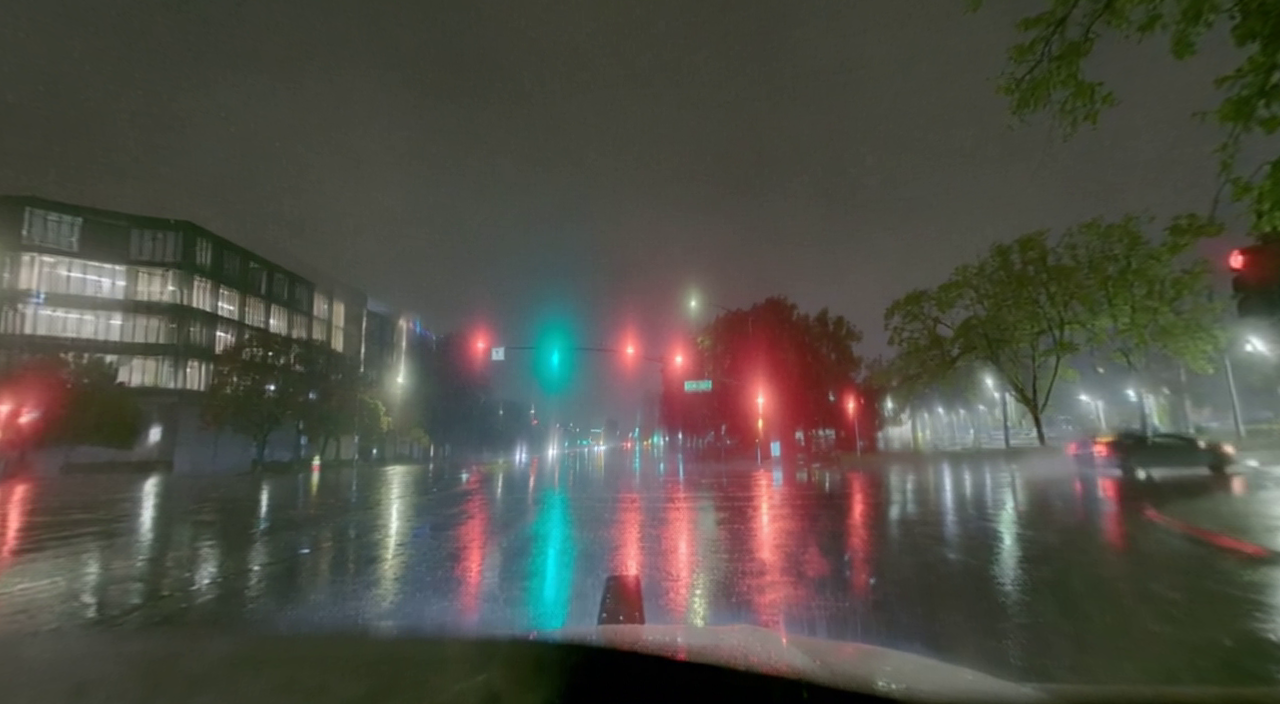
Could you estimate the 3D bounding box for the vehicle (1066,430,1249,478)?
[{"bbox_3d":[20.760,4.100,25.570,5.357,1.814,2.141,-1,-8,3],"label":"vehicle"}]
